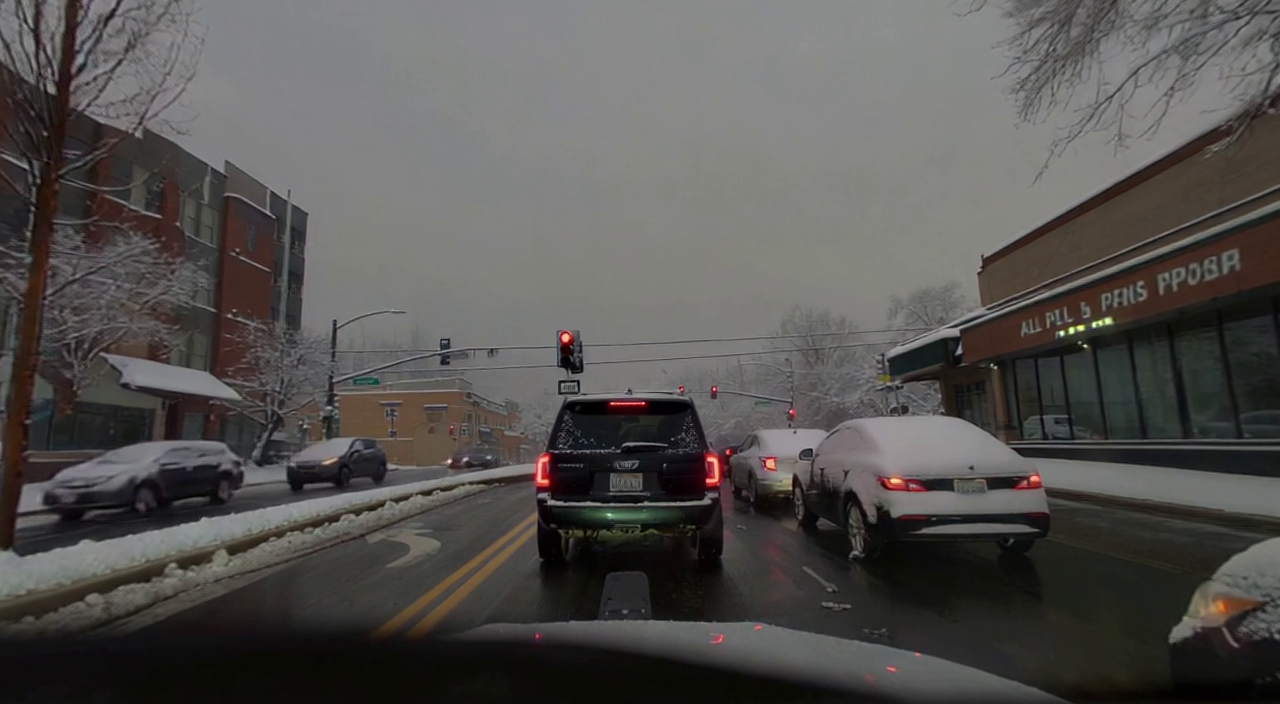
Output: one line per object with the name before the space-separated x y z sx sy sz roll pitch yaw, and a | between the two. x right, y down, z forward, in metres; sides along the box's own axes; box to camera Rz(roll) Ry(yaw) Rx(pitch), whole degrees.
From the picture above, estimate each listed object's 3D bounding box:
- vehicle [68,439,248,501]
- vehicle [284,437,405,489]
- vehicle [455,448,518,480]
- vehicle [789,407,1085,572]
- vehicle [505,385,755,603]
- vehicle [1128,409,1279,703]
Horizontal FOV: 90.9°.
vehicle | -15.100 3.675 20.201 2.102 1.737 4.570 0 -8 1
vehicle | -11.696 4.406 25.503 2.224 1.840 5.290 0 -8 2
vehicle | -7.762 5.685 32.343 1.930 1.484 4.252 -1 -8 3
vehicle | 3.624 1.757 8.821 2.036 1.719 4.318 0 -8 0
vehicle | -0.003 1.537 7.678 2.154 1.861 4.280 0 -8 2
vehicle | 3.368 0.730 0.811 1.884 1.484 4.609 0 -8 2
